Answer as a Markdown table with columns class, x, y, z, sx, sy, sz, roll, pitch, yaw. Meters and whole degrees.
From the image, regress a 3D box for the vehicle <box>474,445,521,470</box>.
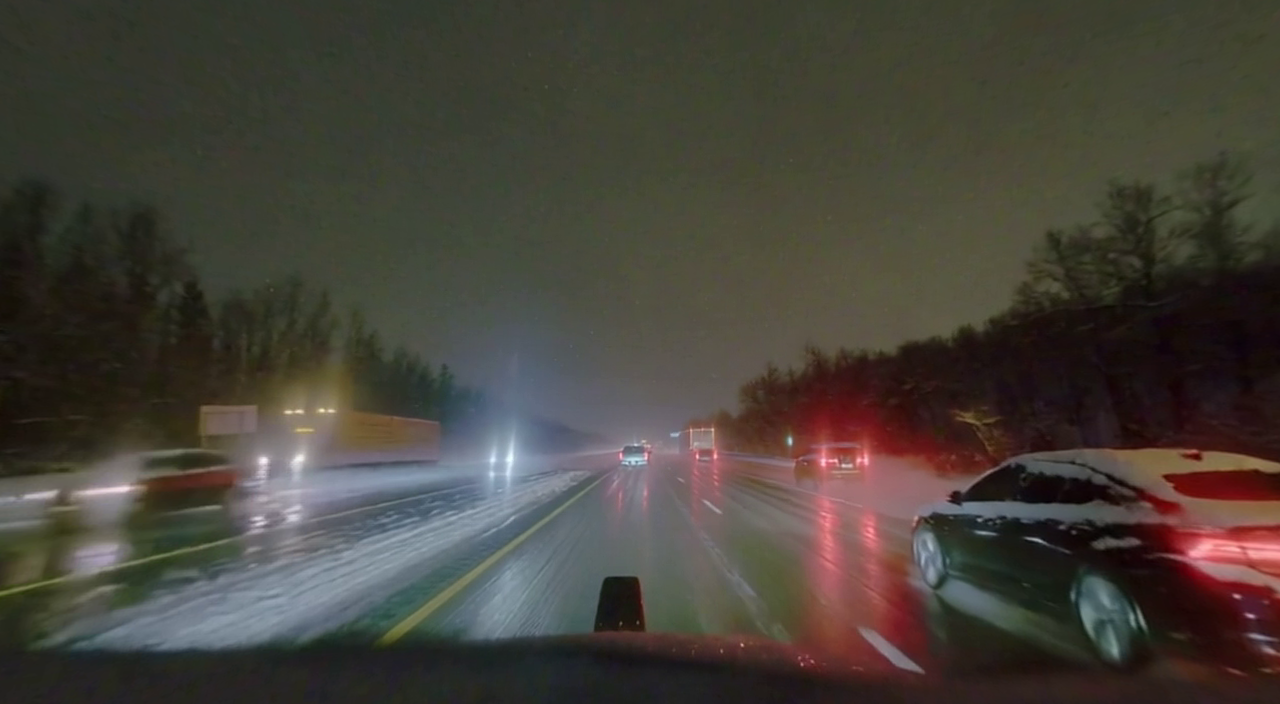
| class | x | y | z | sx | sy | sz | roll | pitch | yaw |
| --- | --- | --- | --- | --- | --- | --- | --- | --- | --- |
| vehicle | -10.134 | 7.524 | 45.112 | 2.156 | 1.644 | 4.489 | 0 | -9 | 2 |

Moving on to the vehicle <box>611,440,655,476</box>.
| class | x | y | z | sx | sy | sz | roll | pitch | yaw |
| --- | --- | --- | --- | --- | --- | --- | --- | --- | --- |
| vehicle | -0.317 | 5.535 | 33.166 | 2.142 | 1.724 | 4.344 | 0 | -9 | 1 |

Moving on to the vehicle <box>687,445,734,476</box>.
| class | x | y | z | sx | sy | sz | roll | pitch | yaw |
| --- | --- | --- | --- | --- | --- | --- | --- | --- | --- |
| vehicle | 3.768 | 5.885 | 34.332 | 2.047 | 1.540 | 4.294 | 0 | -9 | 0 |

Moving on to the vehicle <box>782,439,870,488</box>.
| class | x | y | z | sx | sy | sz | roll | pitch | yaw |
| --- | --- | --- | --- | --- | --- | --- | --- | --- | --- |
| vehicle | 6.872 | 4.158 | 23.799 | 1.975 | 1.650 | 4.257 | 0 | -9 | 0 |

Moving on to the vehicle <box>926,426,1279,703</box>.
| class | x | y | z | sx | sy | sz | roll | pitch | yaw |
| --- | --- | --- | --- | --- | --- | --- | --- | --- | --- |
| vehicle | 3.503 | 1.188 | 3.442 | 2.004 | 1.471 | 4.032 | 0 | -9 | 1 |

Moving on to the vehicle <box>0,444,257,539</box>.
| class | x | y | z | sx | sy | sz | roll | pitch | yaw |
| --- | --- | --- | --- | --- | --- | --- | --- | --- | --- |
| vehicle | -10.462 | 2.688 | 12.930 | 1.965 | 1.542 | 4.905 | 0 | -9 | 2 |

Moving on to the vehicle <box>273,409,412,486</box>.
| class | x | y | z | sx | sy | sz | roll | pitch | yaw |
| --- | --- | --- | --- | --- | --- | --- | --- | --- | --- |
| vehicle | -14.196 | 4.708 | 31.001 | 2.881 | 3.266 | 7.898 | 0 | -9 | 1 |
